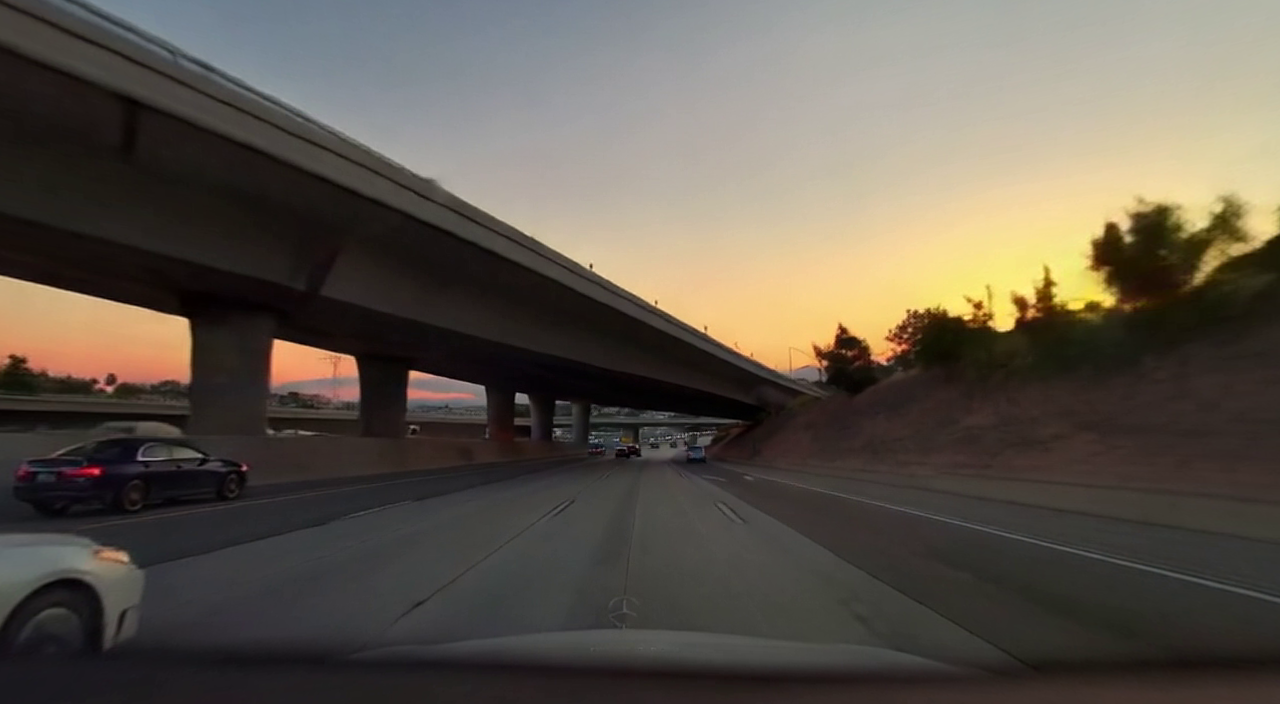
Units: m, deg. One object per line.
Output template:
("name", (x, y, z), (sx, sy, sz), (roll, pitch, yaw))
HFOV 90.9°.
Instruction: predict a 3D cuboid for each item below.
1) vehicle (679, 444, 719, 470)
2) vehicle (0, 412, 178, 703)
("vehicle", (3.647, 6.543, 39.730), (2.059, 1.509, 4.670), (0, -8, 0))
("vehicle", (-3.820, 0.840, 1.584), (1.990, 1.477, 4.308), (0, -8, 1))
